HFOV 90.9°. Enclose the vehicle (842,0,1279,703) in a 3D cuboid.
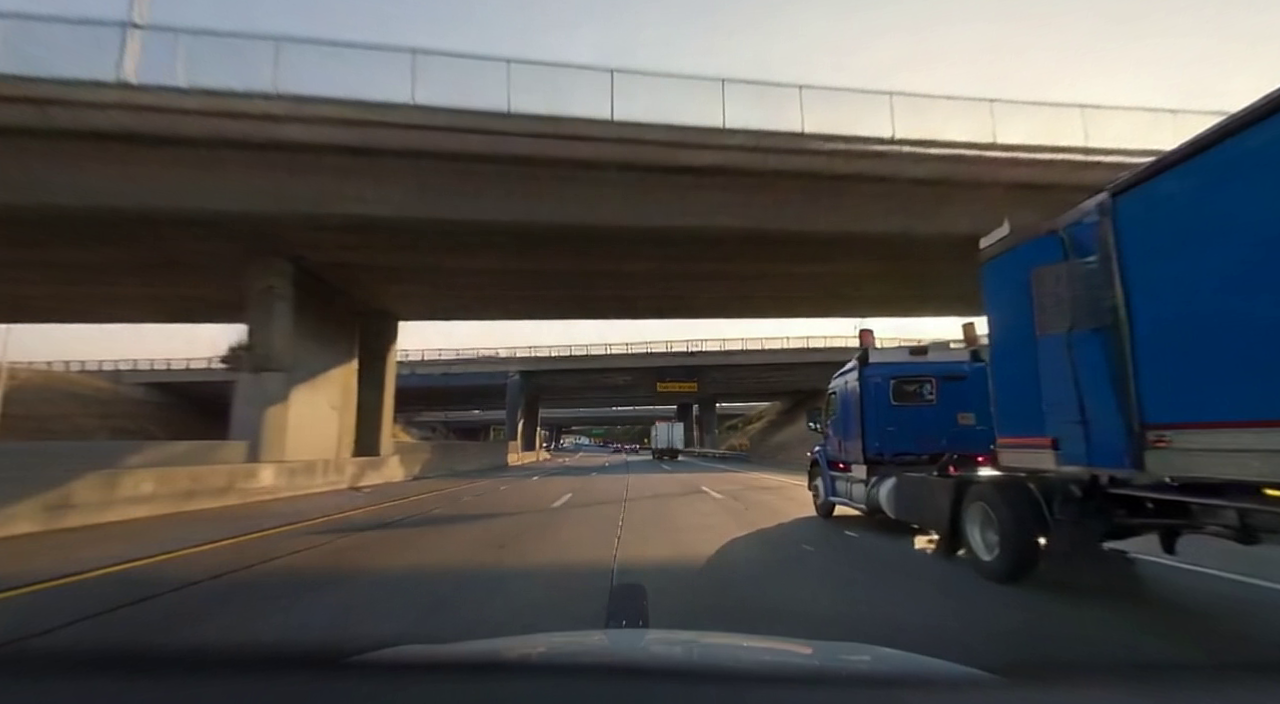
[{"bbox_3d":[4.396,-0.079,3.350,3.107,3.718,10.231,0,-9,-1],"label":"vehicle"}]
